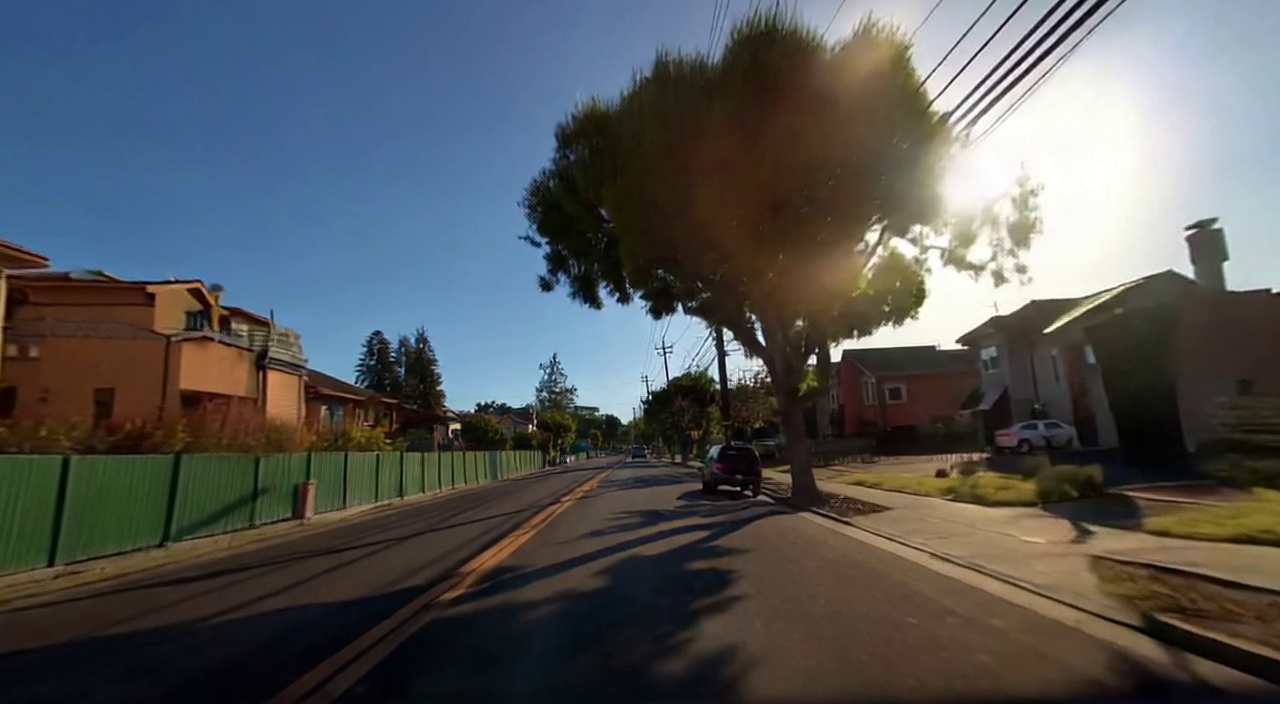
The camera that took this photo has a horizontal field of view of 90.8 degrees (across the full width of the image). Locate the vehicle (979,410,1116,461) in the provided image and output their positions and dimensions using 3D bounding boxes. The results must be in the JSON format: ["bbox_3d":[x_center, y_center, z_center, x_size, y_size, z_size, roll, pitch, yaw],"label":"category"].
[{"bbox_3d":[18.102,3.753,28.273,4.457,1.780,2.170,-5,-9,0],"label":"vehicle"}]

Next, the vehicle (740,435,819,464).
[{"bbox_3d":[8.927,6.281,40.781,4.585,1.823,1.991,0,-9,1],"label":"vehicle"}]

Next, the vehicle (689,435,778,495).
[{"bbox_3d":[2.891,3.635,20.612,2.108,1.710,4.499,0,-9,-1],"label":"vehicle"}]
